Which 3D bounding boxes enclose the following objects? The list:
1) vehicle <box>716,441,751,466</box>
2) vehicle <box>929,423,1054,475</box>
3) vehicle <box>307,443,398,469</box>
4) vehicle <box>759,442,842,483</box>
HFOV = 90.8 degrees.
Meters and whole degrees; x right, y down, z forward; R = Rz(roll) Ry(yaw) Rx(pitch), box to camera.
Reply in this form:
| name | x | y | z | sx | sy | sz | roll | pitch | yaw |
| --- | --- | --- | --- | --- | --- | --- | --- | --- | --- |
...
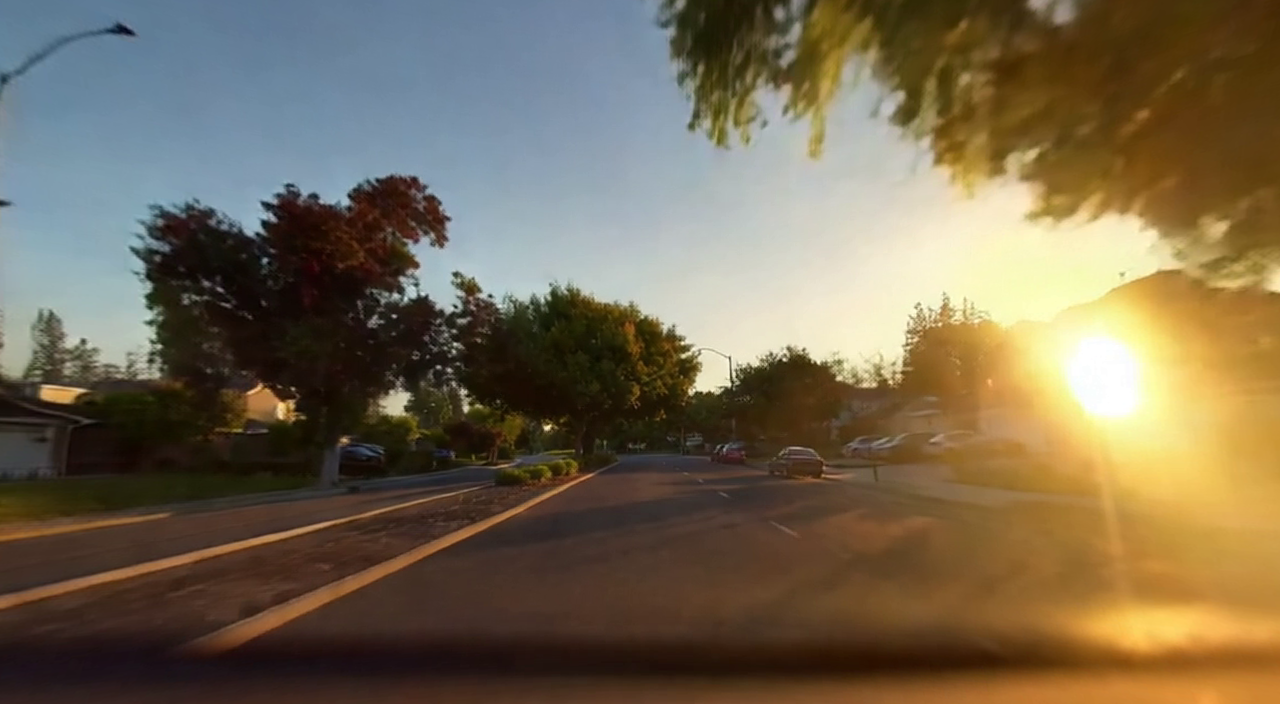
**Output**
| name | x | y | z | sx | sy | sz | roll | pitch | yaw |
| --- | --- | --- | --- | --- | --- | --- | --- | --- | --- |
| vehicle | 6.918 | 7.575 | 47.244 | 1.996 | 1.745 | 4.556 | -1 | -8 | 2 |
| vehicle | 13.358 | 3.759 | 24.443 | 1.978 | 1.738 | 4.734 | -2 | -9 | -1 |
| vehicle | -21.128 | 7.660 | 46.563 | 5.659 | 1.769 | 2.073 | 0 | -8 | -2 |
| vehicle | 6.524 | 4.537 | 26.337 | 2.042 | 1.511 | 5.029 | 0 | -8 | -2 |
